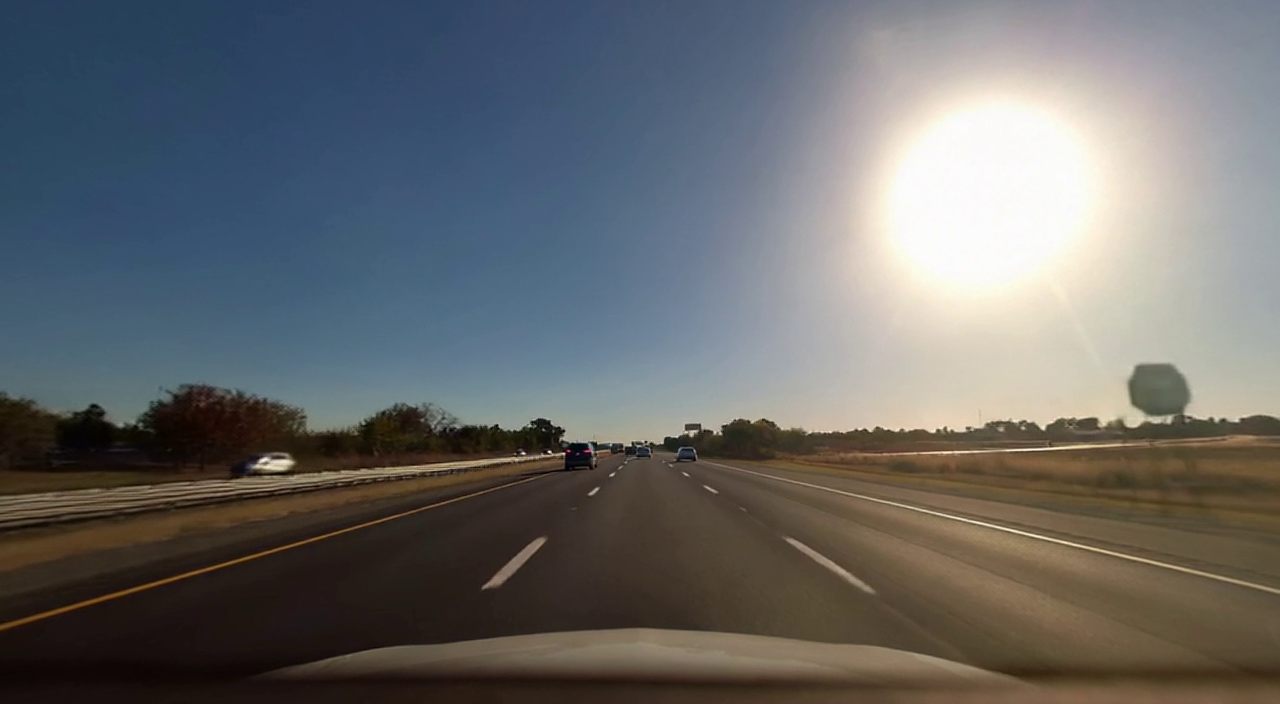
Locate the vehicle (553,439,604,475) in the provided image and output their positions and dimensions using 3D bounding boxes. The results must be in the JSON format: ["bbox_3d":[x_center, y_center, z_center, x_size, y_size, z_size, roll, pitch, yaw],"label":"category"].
[{"bbox_3d":[-3.090,5.413,32.537,2.070,1.707,4.309,0,-9,1],"label":"vehicle"}]

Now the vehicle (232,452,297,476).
[{"bbox_3d":[-28.641,8.515,48.246,1.964,1.711,4.796,0,-9,1],"label":"vehicle"}]
